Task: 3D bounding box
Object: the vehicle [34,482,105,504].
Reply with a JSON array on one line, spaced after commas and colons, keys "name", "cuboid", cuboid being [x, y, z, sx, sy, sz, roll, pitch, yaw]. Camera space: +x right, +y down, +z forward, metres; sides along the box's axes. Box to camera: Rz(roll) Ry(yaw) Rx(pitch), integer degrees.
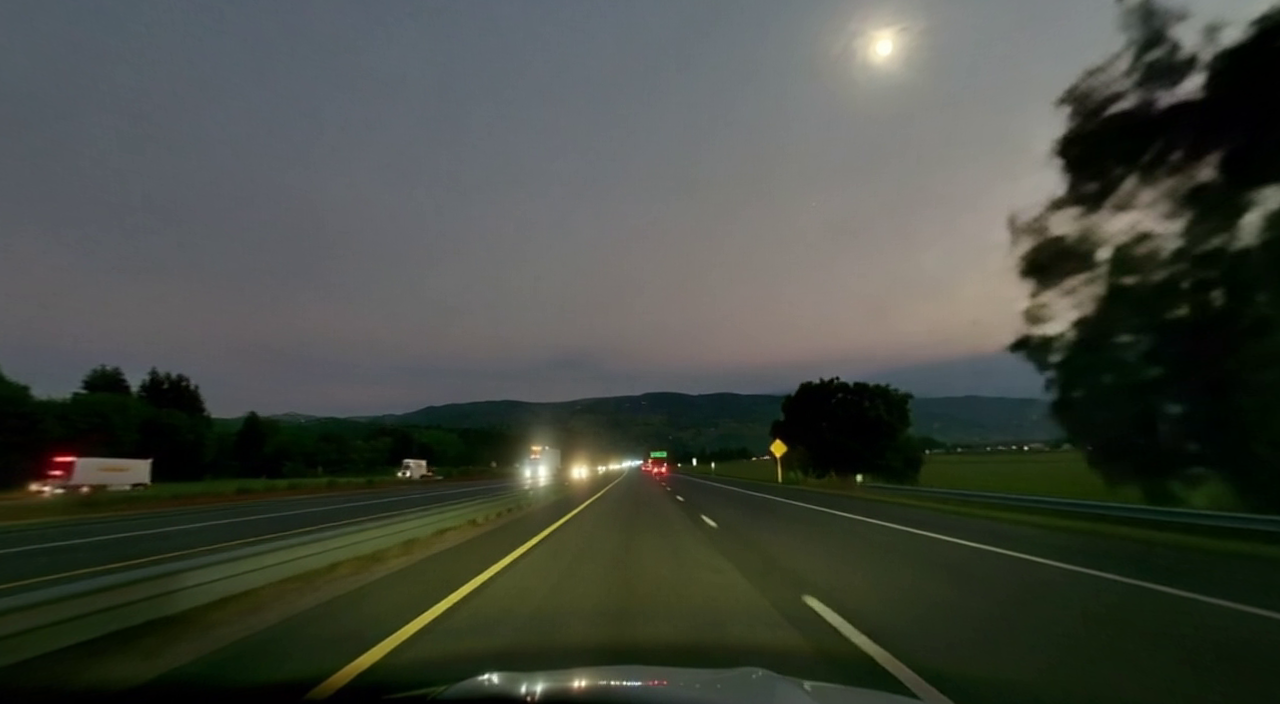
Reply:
[{"name": "vehicle", "cuboid": [-45.105, 11.171, 49.759, 1.772, 1.511, 4.078, 1, -10, 0]}]
